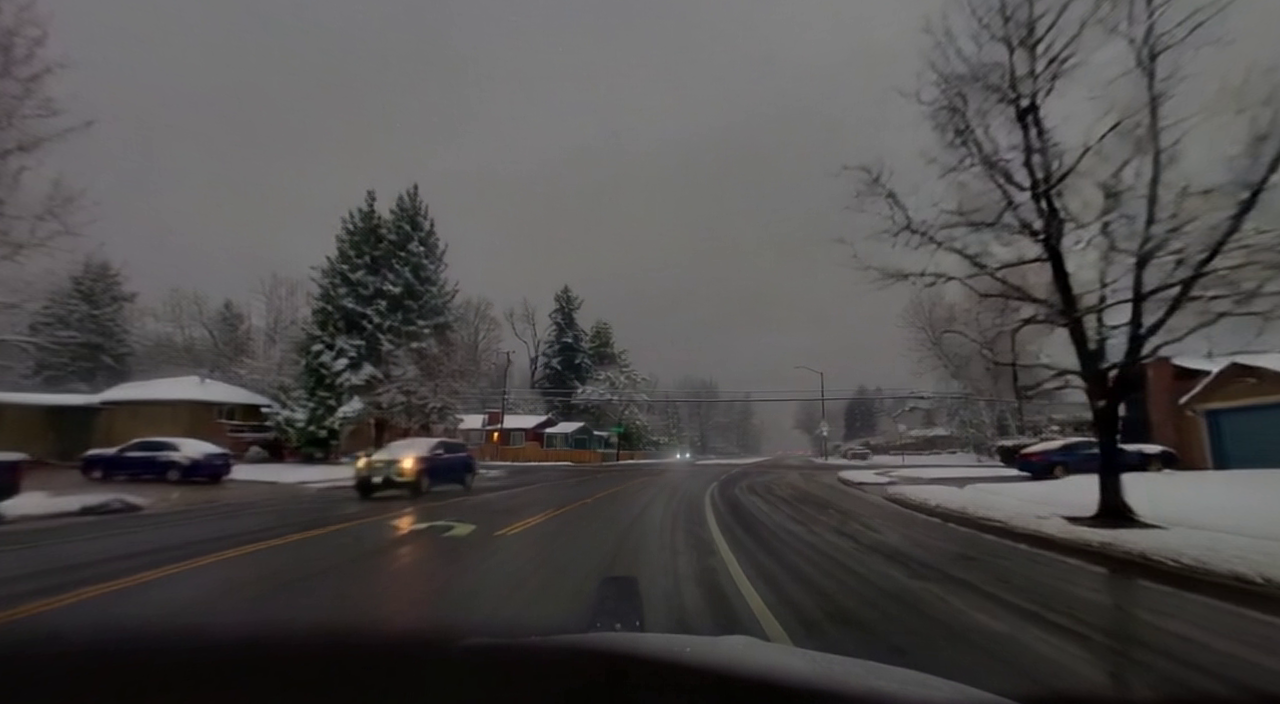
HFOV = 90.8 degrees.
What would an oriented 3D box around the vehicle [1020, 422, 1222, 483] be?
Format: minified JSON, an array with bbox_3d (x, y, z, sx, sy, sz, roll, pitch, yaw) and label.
[{"bbox_3d":[16.787,3.606,22.410,5.073,1.729,2.161,-6,-11,15],"label":"vehicle"}]

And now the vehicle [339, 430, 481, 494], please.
[{"bbox_3d":[-7.858,3.829,22.418,2.272,1.920,5.737,-1,-9,8],"label":"vehicle"}]

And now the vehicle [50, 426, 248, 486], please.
[{"bbox_3d":[-18.052,3.883,23.369,6.010,1.935,2.255,-3,-10,11],"label":"vehicle"}]
